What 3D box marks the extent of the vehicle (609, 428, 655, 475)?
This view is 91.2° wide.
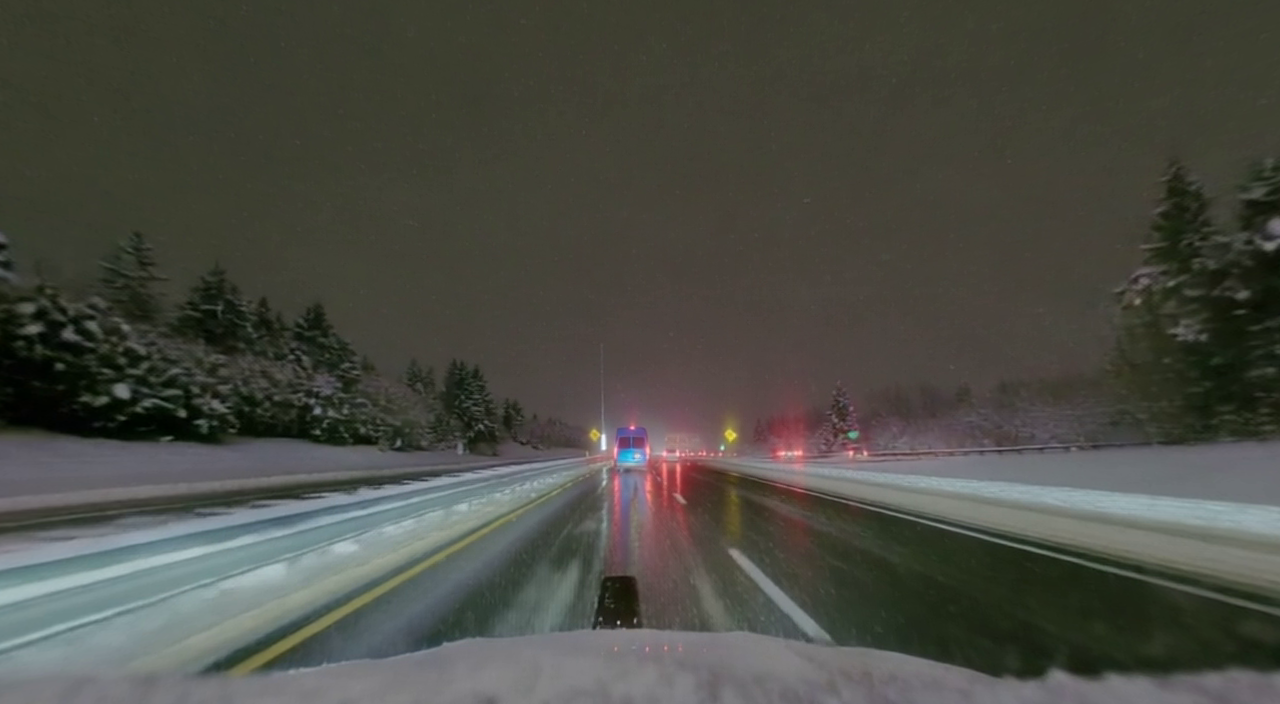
[{"bbox_3d":[-0.496,5.968,37.739,2.560,2.598,5.581,0,-9,-1],"label":"vehicle"}]
